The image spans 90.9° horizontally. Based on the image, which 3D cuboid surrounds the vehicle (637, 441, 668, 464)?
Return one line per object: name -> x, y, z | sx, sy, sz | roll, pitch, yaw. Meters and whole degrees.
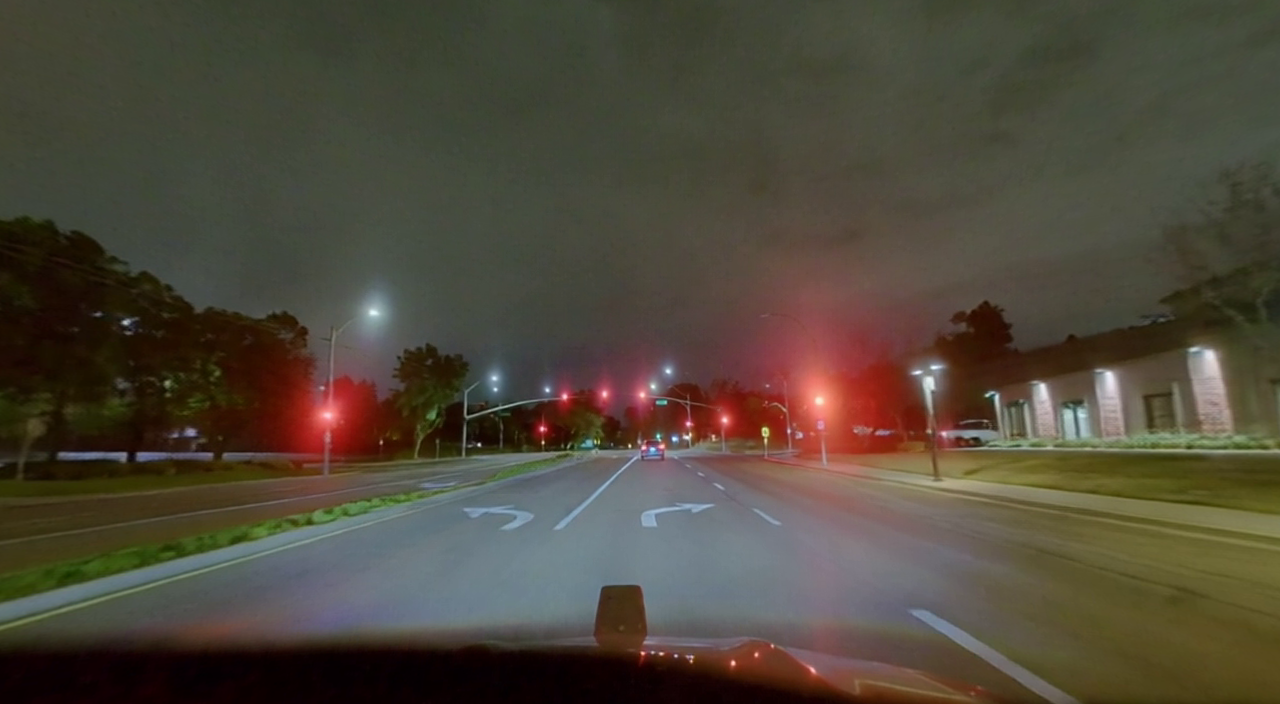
vehicle -> 0.816, 7.067, 44.449 | 2.028, 1.478, 4.545 | 0, -8, 0
